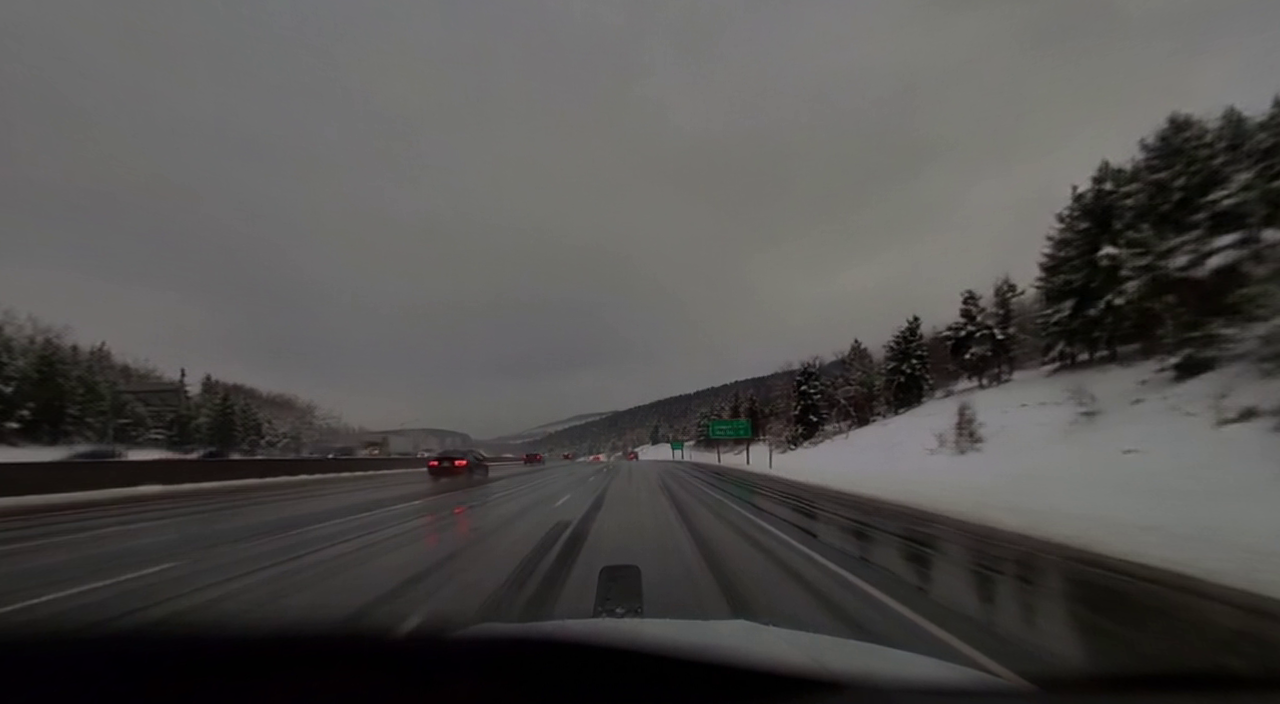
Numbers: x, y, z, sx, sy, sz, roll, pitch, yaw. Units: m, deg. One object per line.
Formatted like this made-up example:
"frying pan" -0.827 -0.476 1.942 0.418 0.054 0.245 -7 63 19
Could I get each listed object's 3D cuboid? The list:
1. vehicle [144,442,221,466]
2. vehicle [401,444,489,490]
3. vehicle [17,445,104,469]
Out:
"vehicle" -31.759 7.094 43.918 2.159 1.528 4.396 0 -9 -2
"vehicle" -7.403 4.394 24.427 2.045 1.624 4.338 0 -9 0
"vehicle" -39.205 7.117 42.764 1.851 1.509 4.345 0 -9 -2
